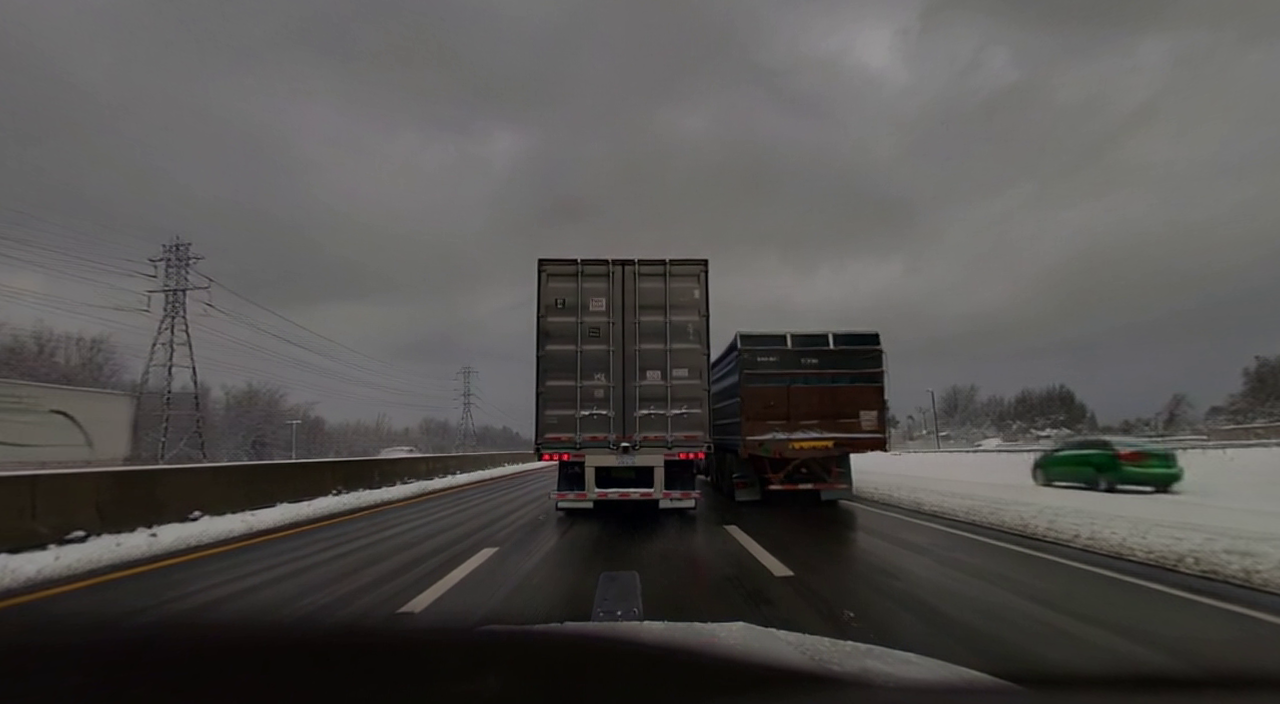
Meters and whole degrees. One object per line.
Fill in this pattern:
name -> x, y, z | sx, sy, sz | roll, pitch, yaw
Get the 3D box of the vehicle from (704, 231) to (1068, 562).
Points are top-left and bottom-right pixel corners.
vehicle -> 3.578, 1.437, 14.181 | 2.797, 4.023, 13.066 | 0, -9, 0

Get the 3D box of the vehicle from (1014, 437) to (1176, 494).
vehicle -> 12.811, 3.201, 18.150 | 1.766, 1.452, 3.703 | 0, -9, -2

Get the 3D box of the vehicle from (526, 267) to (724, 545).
vehicle -> -0.224, 1.625, 15.308 | 2.841, 4.071, 12.046 | 0, -9, 0

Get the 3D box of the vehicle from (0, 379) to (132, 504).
vehicle -> -20.400, 2.418, 17.105 | 2.770, 3.665, 12.784 | 0, -9, 0

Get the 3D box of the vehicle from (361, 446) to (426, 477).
vehicle -> -13.045, 5.798, 33.769 | 1.950, 1.526, 3.713 | 0, -9, 0
